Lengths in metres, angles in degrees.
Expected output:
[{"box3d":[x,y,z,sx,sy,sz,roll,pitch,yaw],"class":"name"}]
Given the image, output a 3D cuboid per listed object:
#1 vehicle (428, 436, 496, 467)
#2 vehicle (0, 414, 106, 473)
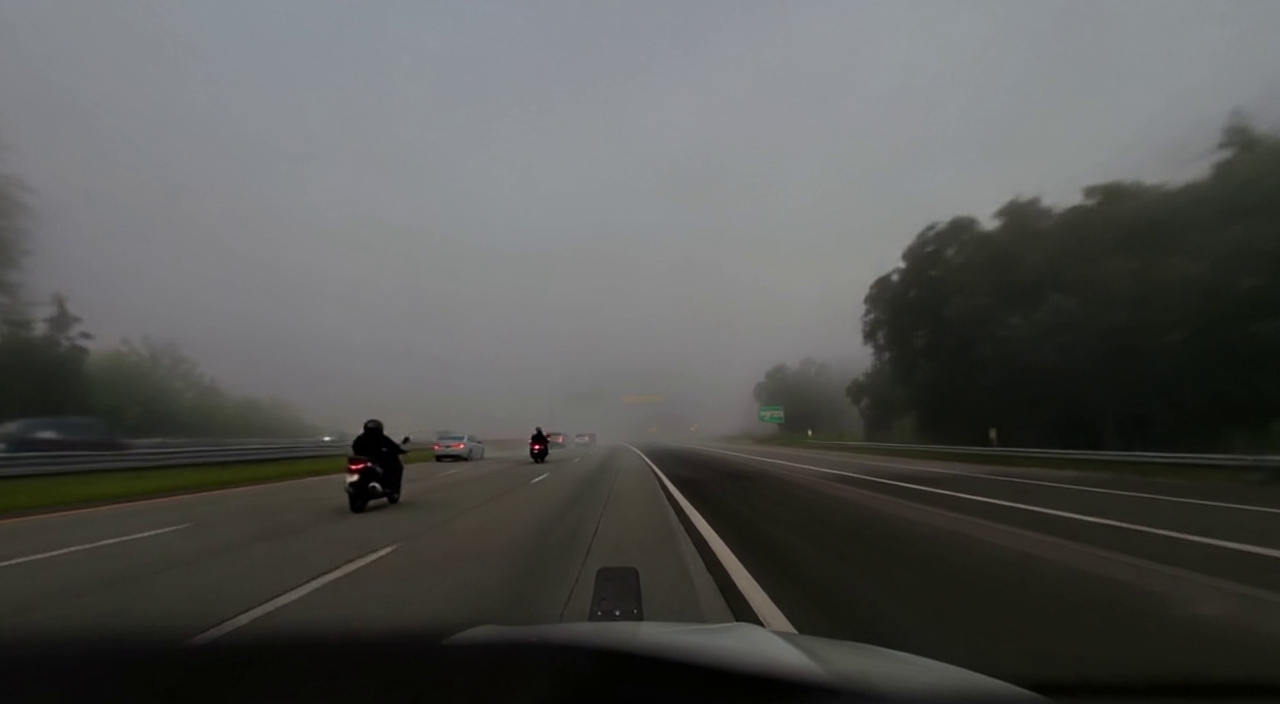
[{"box3d":[-8.698,4.860,31.220,2.053,1.409,4.704,0,-8,-1],"class":"vehicle"},{"box3d":[-16.853,2.399,16.593,1.838,1.466,4.221,0,-8,0],"class":"vehicle"}]
